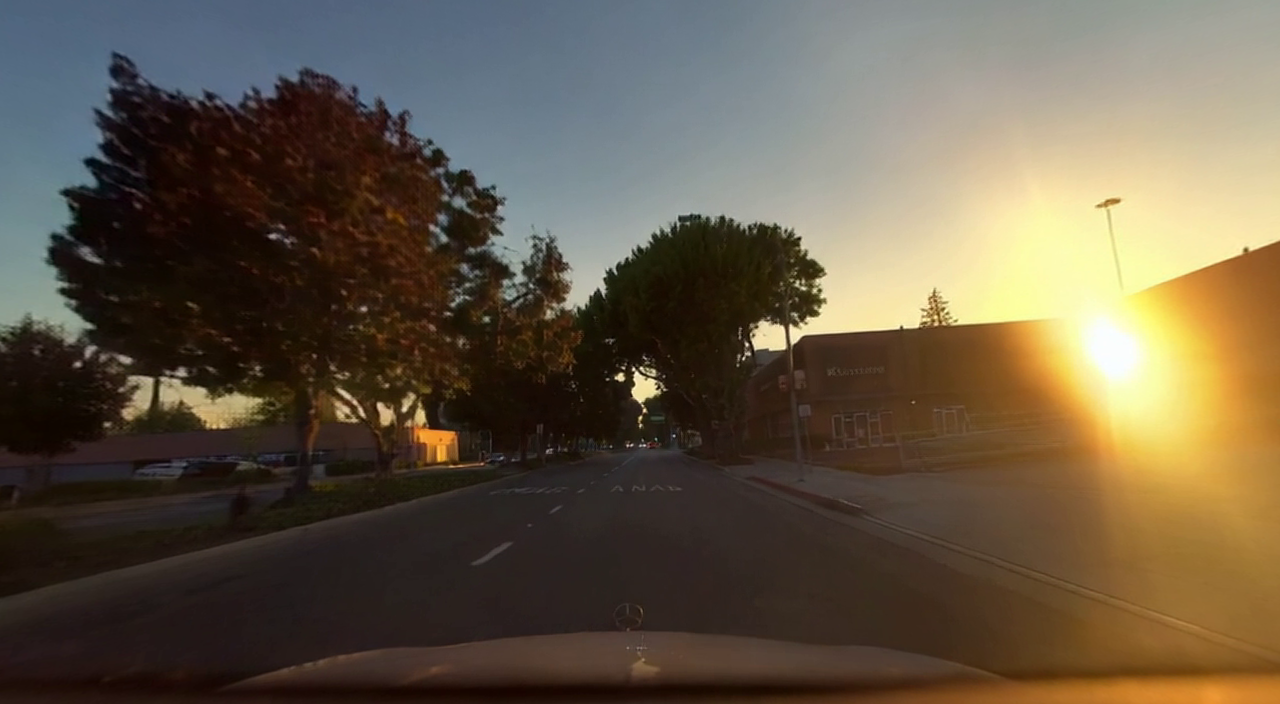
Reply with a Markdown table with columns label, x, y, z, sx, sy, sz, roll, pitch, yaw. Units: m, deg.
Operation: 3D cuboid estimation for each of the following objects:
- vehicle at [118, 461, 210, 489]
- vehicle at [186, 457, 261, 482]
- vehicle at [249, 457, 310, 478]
| label | x | y | z | sx | sy | sz | roll | pitch | yaw |
| --- | --- | --- | --- | --- | --- | --- | --- | --- | --- |
| vehicle | -27.658 | 7.121 | 36.553 | 3.797 | 1.527 | 1.830 | 0 | -9 | 0 |
| vehicle | -28.169 | 7.943 | 42.539 | 3.664 | 1.564 | 2.023 | 0 | -9 | 1 |
| vehicle | -27.510 | 8.825 | 47.939 | 3.592 | 1.501 | 1.697 | 0 | -9 | 2 |
